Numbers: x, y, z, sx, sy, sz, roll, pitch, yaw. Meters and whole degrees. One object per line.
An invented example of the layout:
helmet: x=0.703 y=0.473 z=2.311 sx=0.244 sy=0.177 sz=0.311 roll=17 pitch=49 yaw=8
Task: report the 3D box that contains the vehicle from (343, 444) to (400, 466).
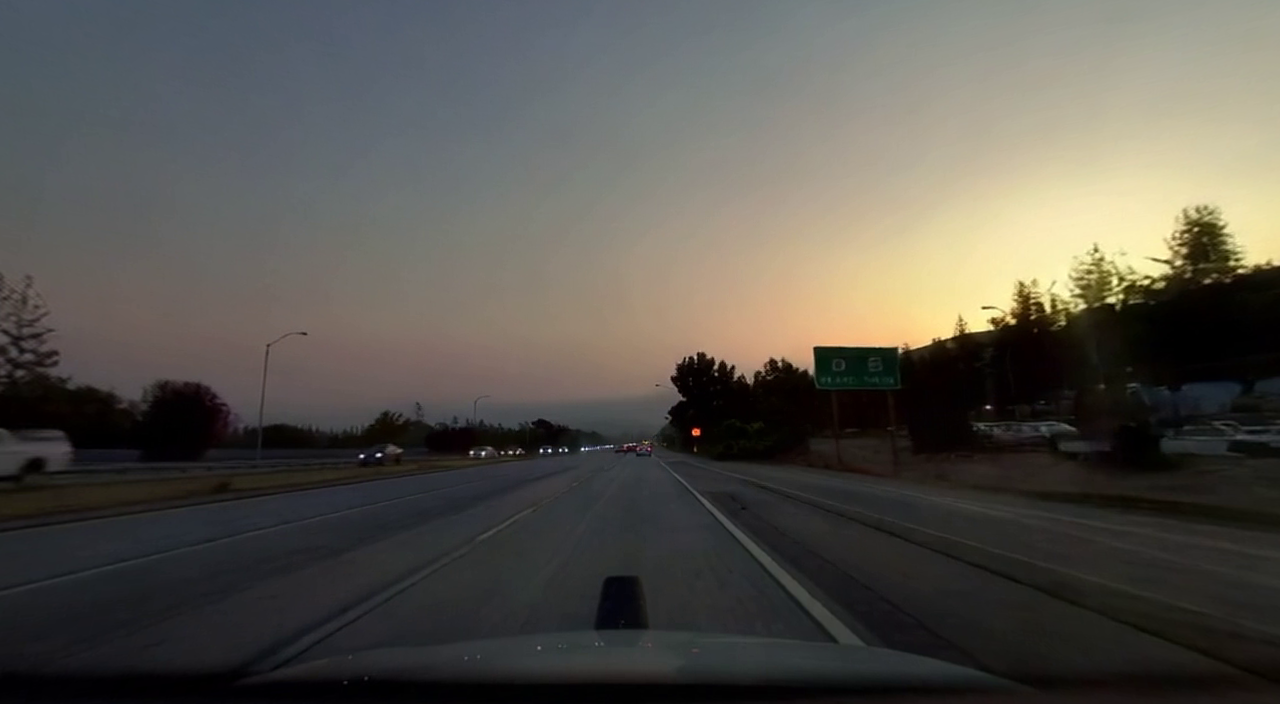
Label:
vehicle: x=-19.298 y=7.426 z=45.477 sx=1.982 sy=1.495 sz=4.441 roll=0 pitch=-9 yaw=2
